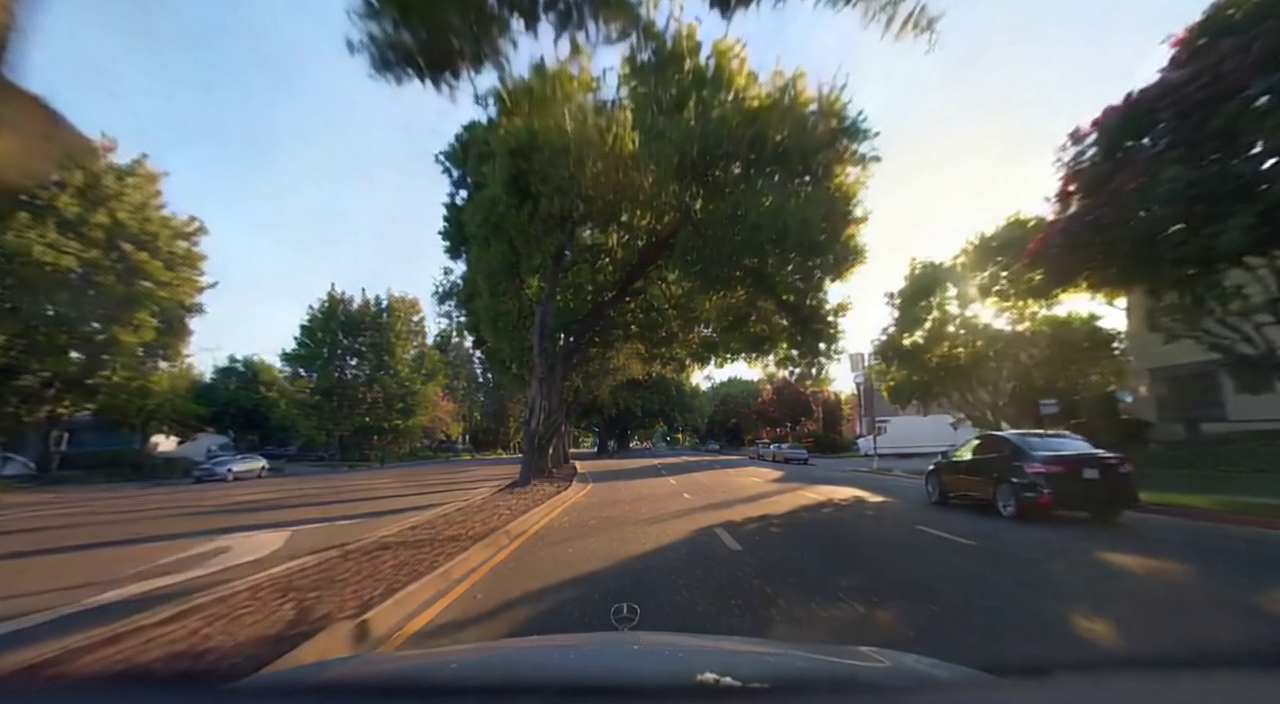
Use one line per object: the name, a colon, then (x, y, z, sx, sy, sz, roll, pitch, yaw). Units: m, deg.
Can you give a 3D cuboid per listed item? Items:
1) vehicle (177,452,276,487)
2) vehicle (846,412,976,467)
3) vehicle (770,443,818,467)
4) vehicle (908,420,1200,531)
vehicle: (-20.605, 5.827, 31.724, 1.945, 1.469, 4.539, -1, -8, -1)
vehicle: (17.154, 5.597, 40.324, 6.927, 3.298, 2.751, 0, -8, 0)
vehicle: (10.353, 6.942, 42.765, 1.931, 1.565, 4.043, 1, -8, -4)
vehicle: (7.214, 2.199, 11.851, 2.053, 1.628, 4.717, 1, -8, -4)
